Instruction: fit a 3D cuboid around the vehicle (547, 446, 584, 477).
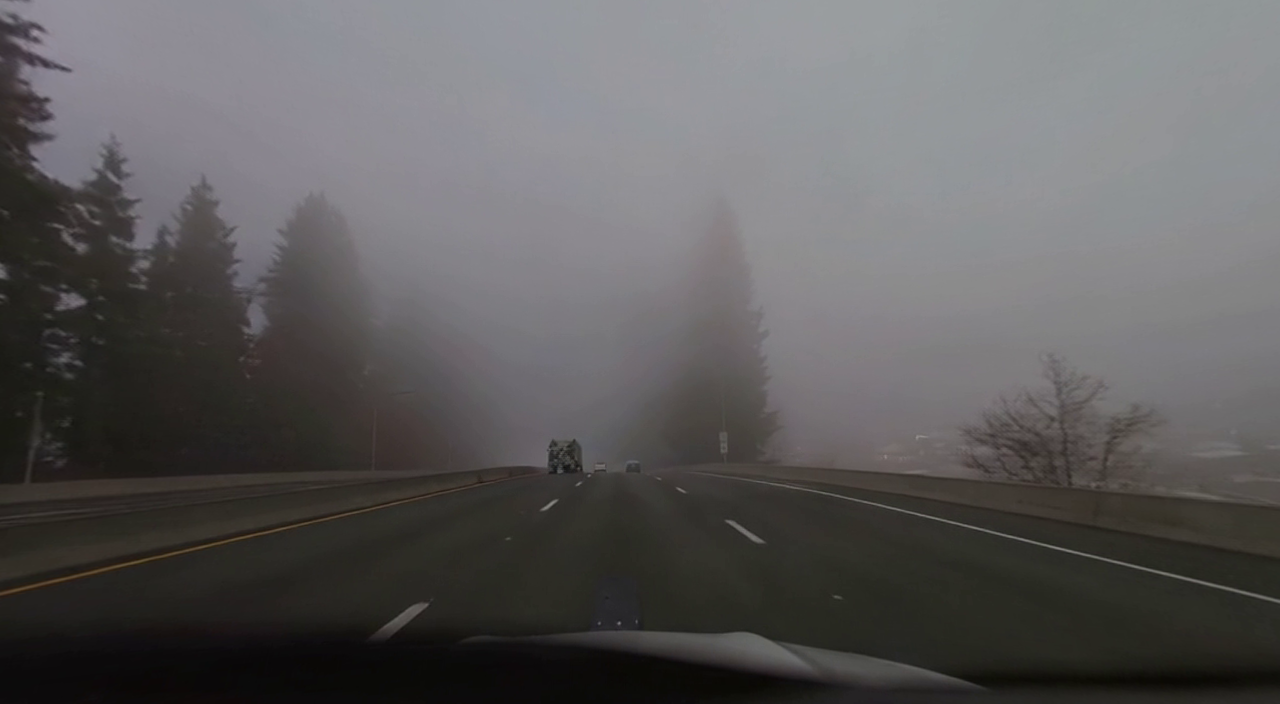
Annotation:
[{"bbox_3d":[-5.553,8.211,47.706,2.323,2.252,4.808,0,-9,-2],"label":"vehicle"}]
